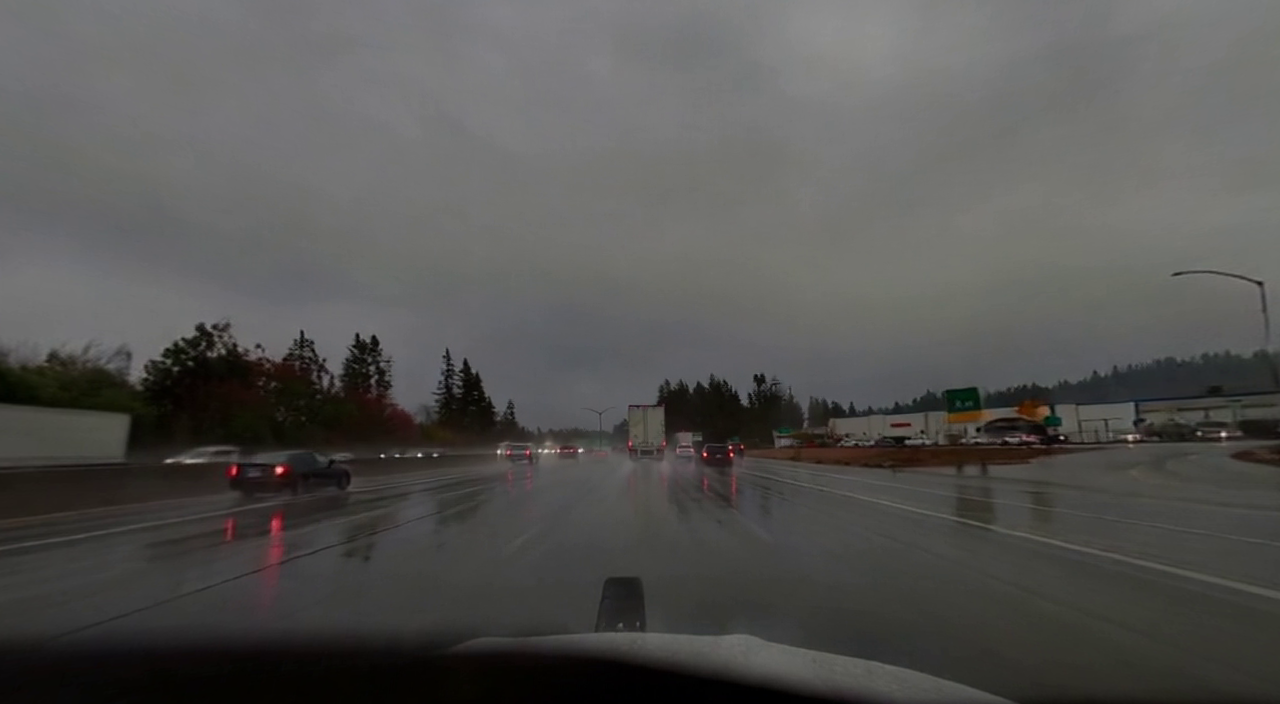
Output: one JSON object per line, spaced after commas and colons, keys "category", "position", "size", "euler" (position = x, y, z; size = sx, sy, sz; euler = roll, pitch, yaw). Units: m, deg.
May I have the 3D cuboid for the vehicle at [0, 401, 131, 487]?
{"category": "vehicle", "position": [-31.314, 4.157, 28.389], "size": [3.013, 3.963, 16.399], "euler": [0, -9, 0]}

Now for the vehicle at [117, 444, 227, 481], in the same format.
{"category": "vehicle", "position": [-23.907, 5.612, 32.413], "size": [2.112, 1.750, 4.489], "euler": [0, -9, 1]}

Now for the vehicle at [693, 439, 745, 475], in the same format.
{"category": "vehicle", "position": [4.035, 5.454, 32.904], "size": [2.107, 1.707, 4.445], "euler": [0, -9, 0]}

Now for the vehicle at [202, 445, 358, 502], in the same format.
{"category": "vehicle", "position": [-10.740, 3.629, 19.276], "size": [2.015, 1.521, 4.550], "euler": [0, -9, 1]}

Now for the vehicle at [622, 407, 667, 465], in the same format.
{"category": "vehicle", "position": [0.488, 6.478, 47.944], "size": [3.012, 3.928, 10.262], "euler": [0, -9, 2]}
